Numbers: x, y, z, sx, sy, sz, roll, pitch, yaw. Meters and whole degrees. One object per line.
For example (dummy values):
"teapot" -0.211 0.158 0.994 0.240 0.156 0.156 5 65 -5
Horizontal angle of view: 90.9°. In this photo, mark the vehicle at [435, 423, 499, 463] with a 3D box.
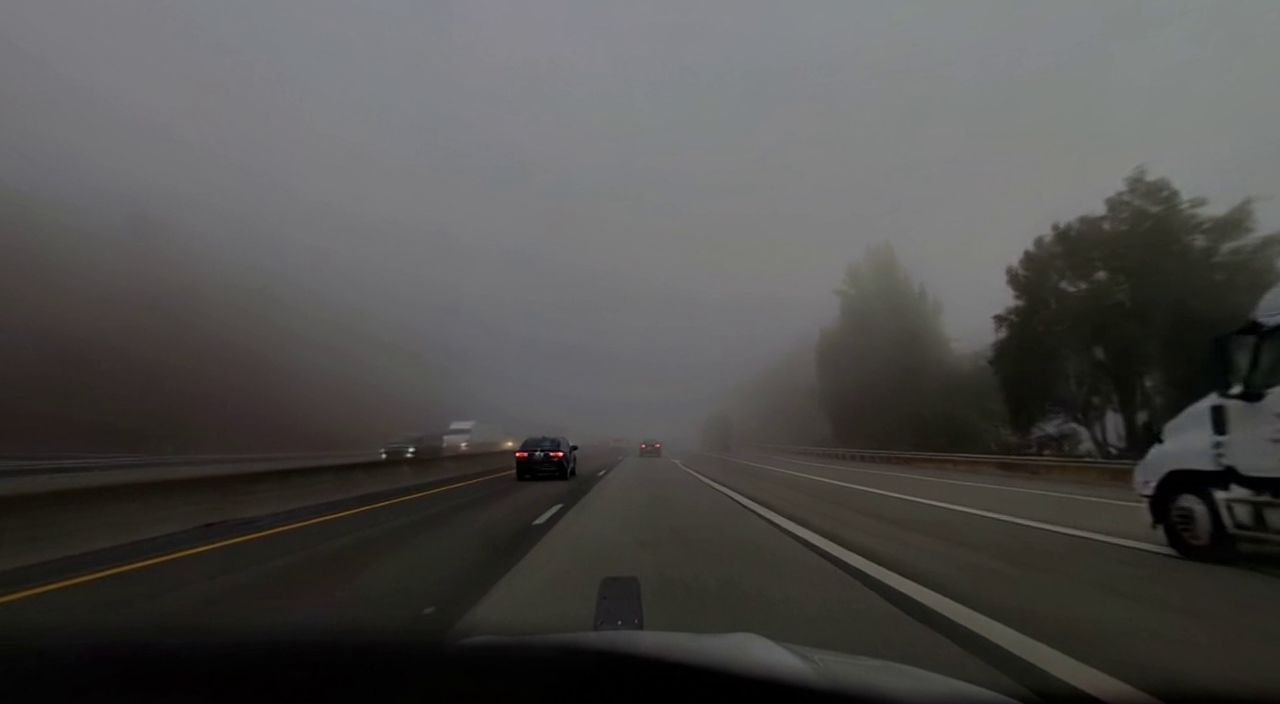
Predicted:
"vehicle" -11.370 6.044 42.082 2.357 2.442 6.242 0 -8 2

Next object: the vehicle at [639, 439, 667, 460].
"vehicle" 0.941 7.119 46.426 2.004 1.465 3.842 0 -8 0

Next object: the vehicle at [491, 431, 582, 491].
"vehicle" -2.995 3.231 19.165 2.137 1.618 4.209 0 -8 -1

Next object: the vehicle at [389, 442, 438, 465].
"vehicle" -15.415 6.919 43.064 1.806 1.435 3.662 0 -8 2
